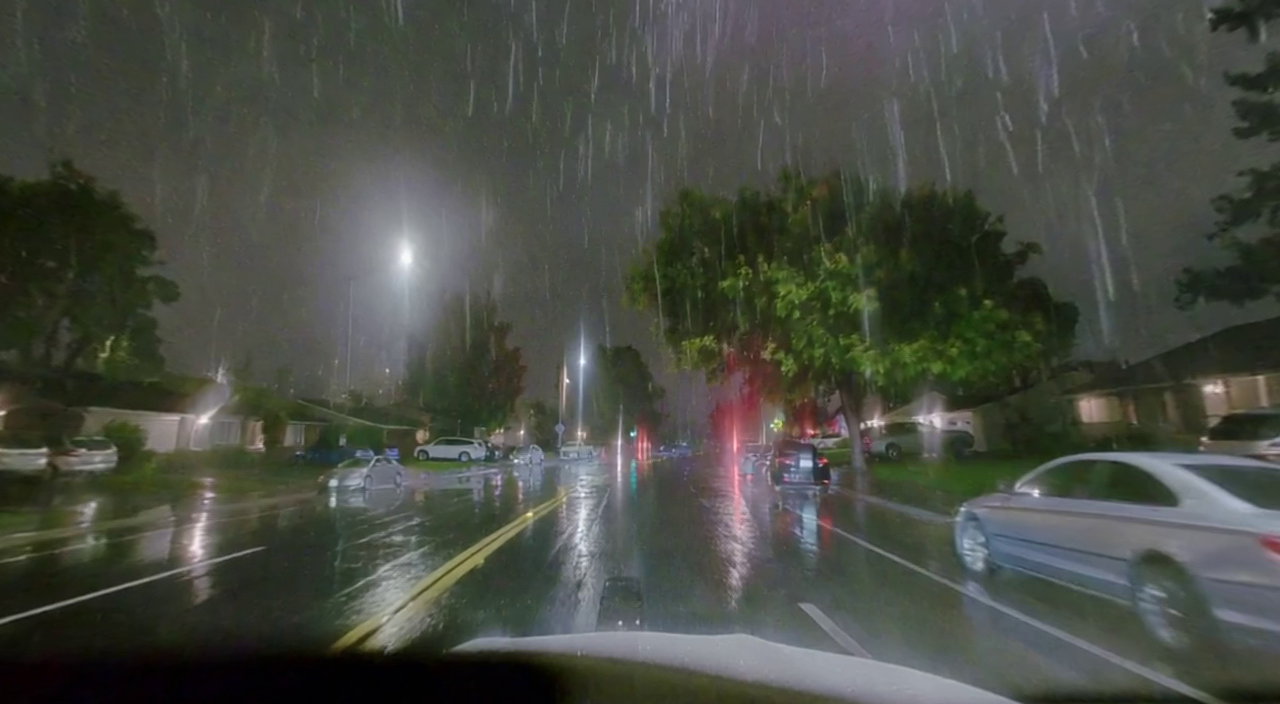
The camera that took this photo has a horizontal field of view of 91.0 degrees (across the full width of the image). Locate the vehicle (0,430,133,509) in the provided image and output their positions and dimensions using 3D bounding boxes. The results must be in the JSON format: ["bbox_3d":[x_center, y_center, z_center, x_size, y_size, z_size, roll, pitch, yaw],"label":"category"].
[{"bbox_3d":[-18.357,3.201,17.602,6.258,2.005,2.256,1,-7,-2],"label":"vehicle"}]

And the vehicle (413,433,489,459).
[{"bbox_3d":[-14.725,7.337,49.131,5.192,1.915,2.200,-1,-8,10],"label":"vehicle"}]

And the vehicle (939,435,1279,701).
[{"bbox_3d":[4.489,1.486,5.097,2.006,1.440,4.248,5,-8,-1],"label":"vehicle"}]

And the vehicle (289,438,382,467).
[{"bbox_3d":[-18.546,6.107,38.435,4.610,1.714,2.160,-1,-9,10],"label":"vehicle"}]

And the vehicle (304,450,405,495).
[{"bbox_3d":[-11.369,4.800,25.365,2.091,1.461,4.058,-5,-9,2],"label":"vehicle"}]

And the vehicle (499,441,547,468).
[{"bbox_3d":[-8.579,7.538,46.423,2.105,1.776,4.657,-4,-9,8],"label":"vehicle"}]

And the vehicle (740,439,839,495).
[{"bbox_3d":[4.478,3.487,19.606,1.996,1.466,4.458,2,-8,0],"label":"vehicle"}]

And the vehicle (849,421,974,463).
[{"bbox_3d":[13.358,4.452,31.286,5.216,1.972,2.122,-1,-7,4],"label":"vehicle"}]
